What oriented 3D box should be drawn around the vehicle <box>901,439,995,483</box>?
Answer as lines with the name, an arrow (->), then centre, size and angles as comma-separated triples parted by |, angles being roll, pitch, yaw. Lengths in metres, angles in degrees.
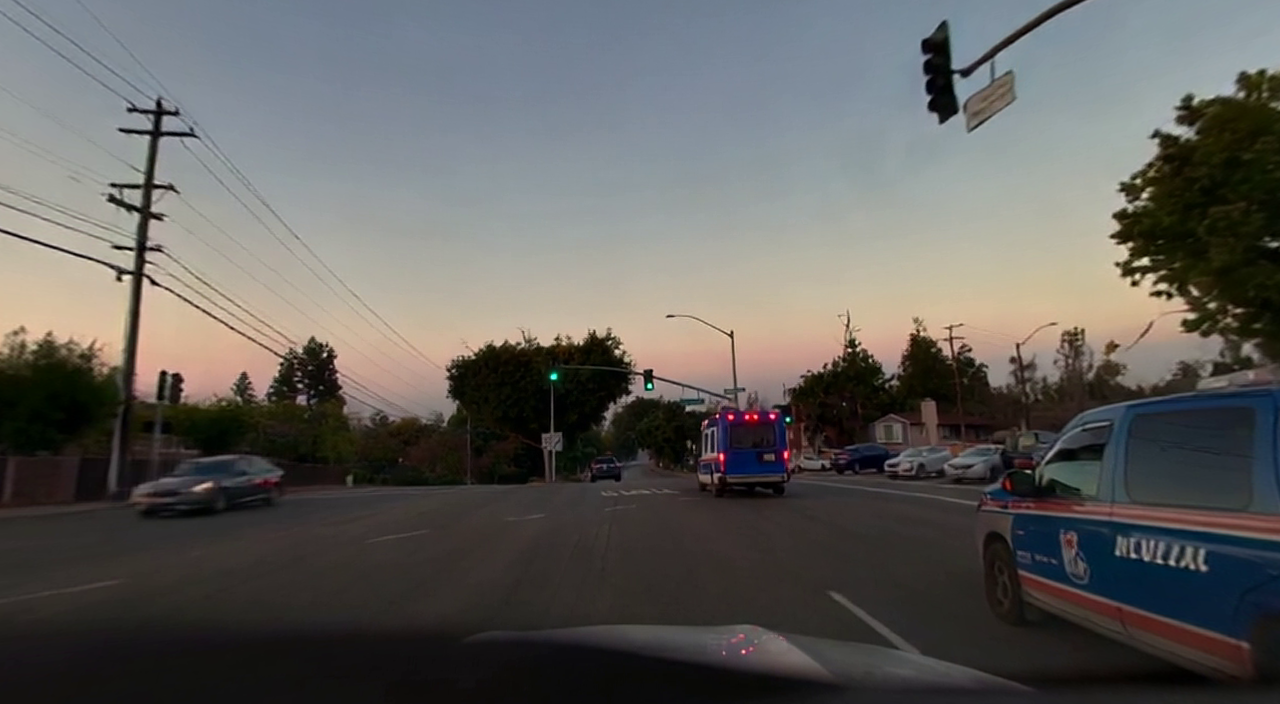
vehicle -> 12.350, 4.315, 25.243 | 3.936, 1.594, 1.860 | 7, -11, -41

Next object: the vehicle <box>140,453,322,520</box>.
vehicle -> -10.641, 3.486, 16.960 | 2.053, 1.474, 4.489 | 0, -9, -3

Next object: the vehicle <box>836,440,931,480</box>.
vehicle -> 11.394, 4.969, 29.419 | 4.897, 1.675, 2.032 | 7, -12, -42

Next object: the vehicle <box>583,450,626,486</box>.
vehicle -> -1.946, 6.078, 33.430 | 2.114, 1.707, 3.725 | 0, -9, -5

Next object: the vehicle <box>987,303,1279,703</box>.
vehicle -> 3.882, 0.741, 2.663 | 2.194, 1.922, 4.822 | -1, -9, 2

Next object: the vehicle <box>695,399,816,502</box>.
vehicle -> 3.289, 3.016, 19.475 | 2.406, 2.687, 5.521 | 0, -9, -3
